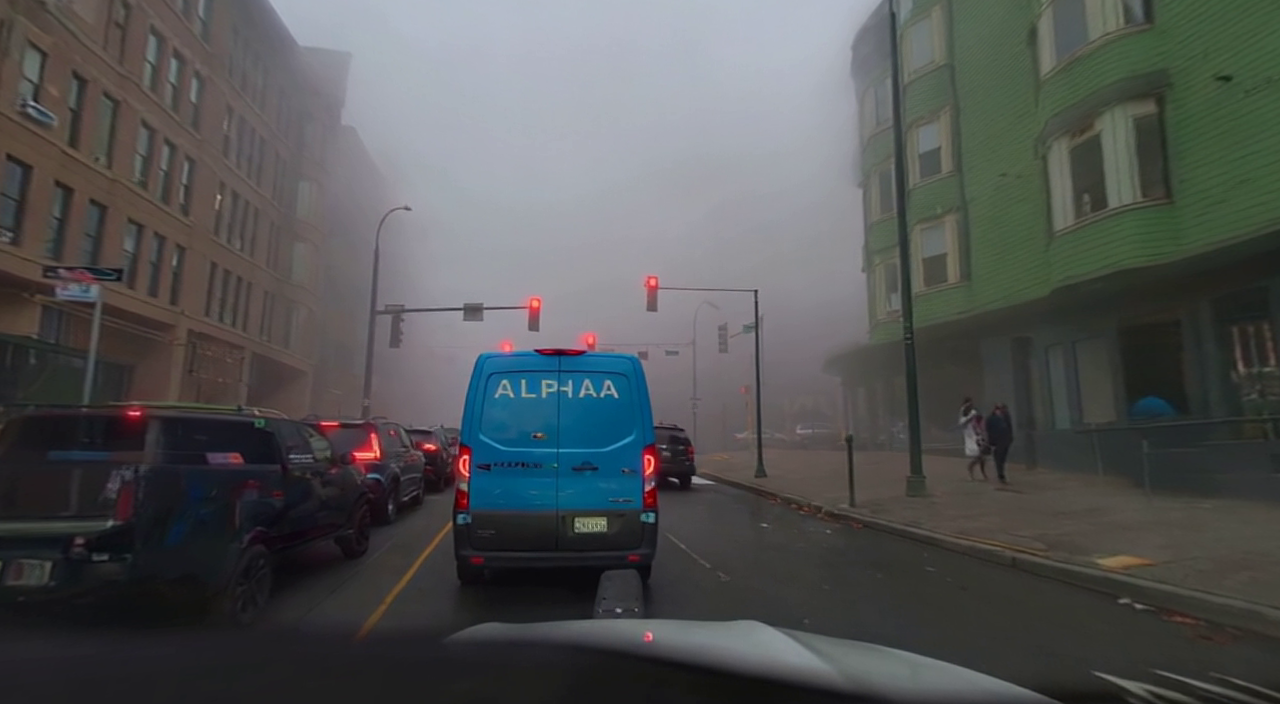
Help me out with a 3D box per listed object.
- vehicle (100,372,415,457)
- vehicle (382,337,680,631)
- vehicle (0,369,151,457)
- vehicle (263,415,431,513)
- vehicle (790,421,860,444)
[{"bbox_3d":[-15.243,2.686,26.206,10.606,3.178,3.014,2,-8,-12],"label":"vehicle"},{"bbox_3d":[-1.015,1.146,6.395,1.951,1.907,4.266,1,-8,-9],"label":"vehicle"},{"bbox_3d":[-24.376,2.375,24.238,8.088,3.213,2.801,2,-8,-11],"label":"vehicle"},{"bbox_3d":[-5.061,1.945,11.415,1.841,1.461,3.426,1,-8,-9],"label":"vehicle"},{"bbox_3d":[11.887,5.176,40.476,3.885,1.449,1.757,2,-8,-11],"label":"vehicle"}]
